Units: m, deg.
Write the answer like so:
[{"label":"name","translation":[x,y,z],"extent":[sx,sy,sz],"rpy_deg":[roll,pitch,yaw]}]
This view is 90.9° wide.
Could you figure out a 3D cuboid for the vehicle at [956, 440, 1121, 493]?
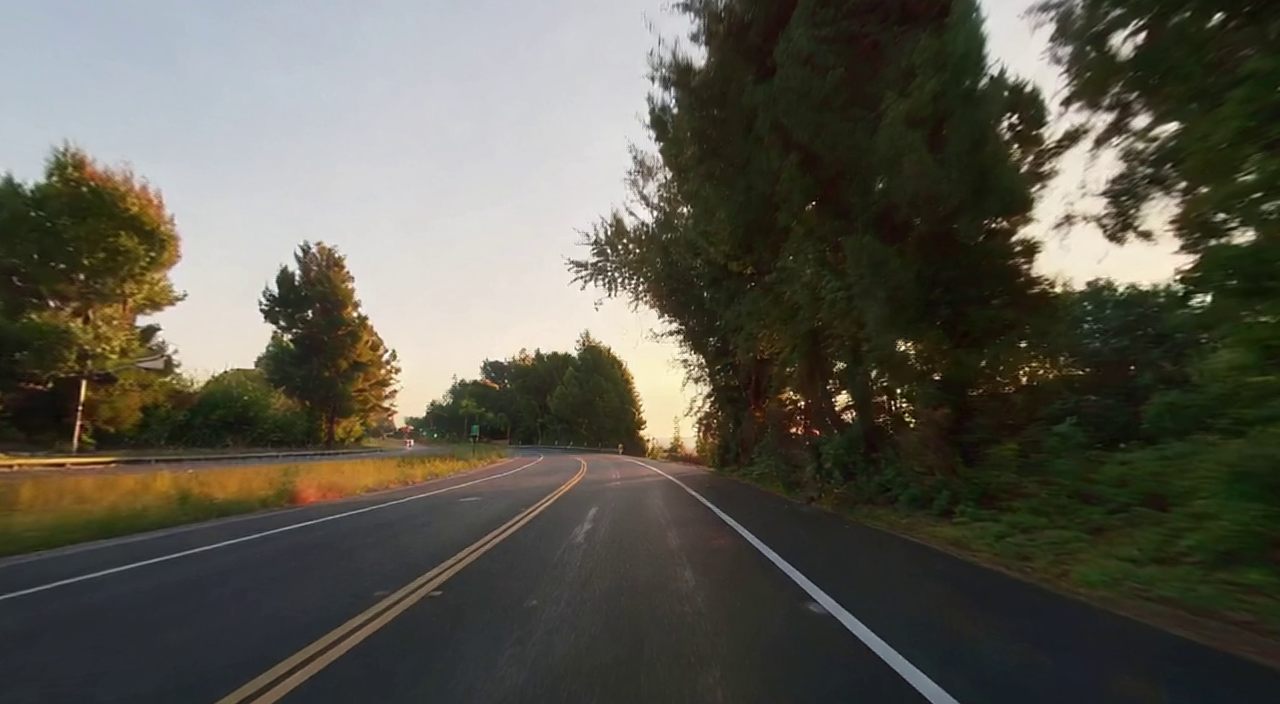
[{"label":"vehicle","translation":[12.668,3.630,20.184],"extent":[4.139,1.399,1.817],"rpy_deg":[3,-7,-3]}]
